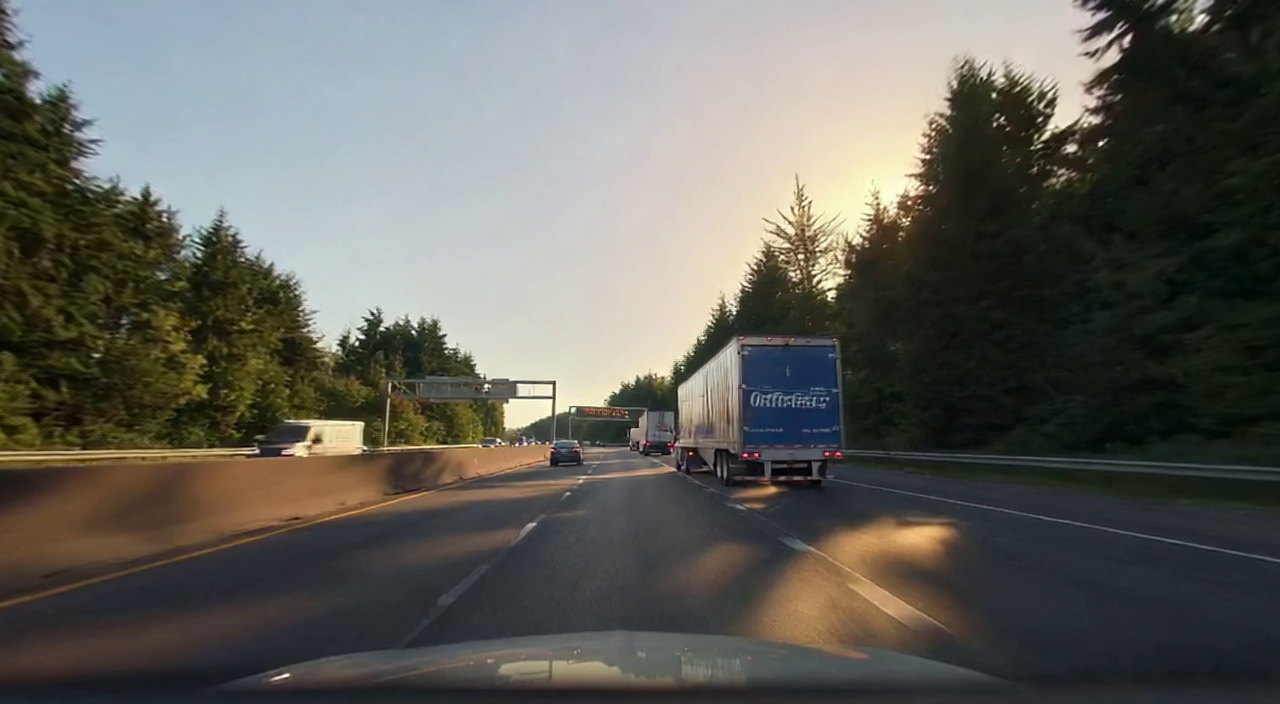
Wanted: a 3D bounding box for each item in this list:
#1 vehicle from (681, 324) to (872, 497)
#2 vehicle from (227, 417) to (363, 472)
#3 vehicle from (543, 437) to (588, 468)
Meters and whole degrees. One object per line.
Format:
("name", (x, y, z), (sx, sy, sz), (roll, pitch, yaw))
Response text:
("vehicle", (3.599, 2.256, 21.249), (2.948, 4.045, 13.051), (0, -8, -3))
("vehicle", (-12.797, 3.504, 23.899), (2.067, 1.825, 5.662), (0, -8, -1))
("vehicle", (-4.224, 5.738, 36.268), (2.206, 1.644, 4.027), (0, -8, -2))
